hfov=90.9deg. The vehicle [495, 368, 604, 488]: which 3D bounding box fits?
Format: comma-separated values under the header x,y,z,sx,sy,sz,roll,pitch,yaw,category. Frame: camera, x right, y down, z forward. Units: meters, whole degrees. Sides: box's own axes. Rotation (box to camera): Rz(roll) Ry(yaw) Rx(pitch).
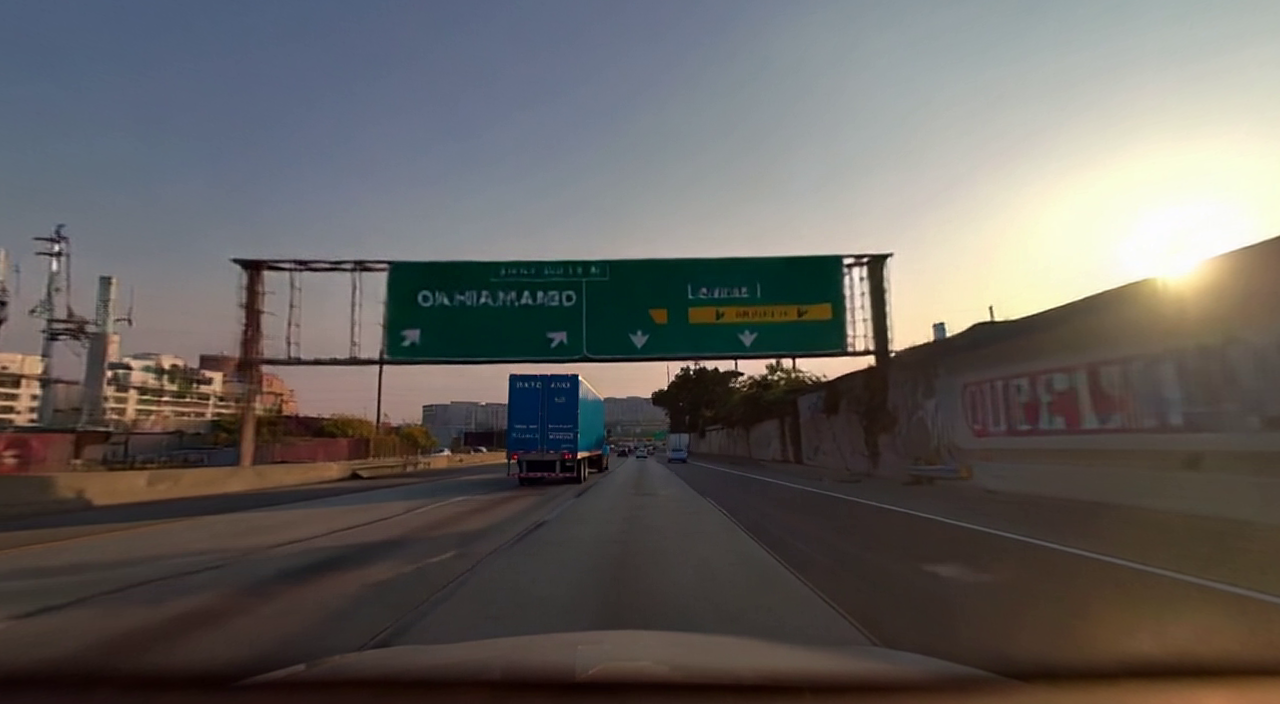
x,y,z,sx,sy,sz,roll,pitch,yaw,category
-3.304,3.144,25.826,2.977,4.048,8.890,0,-7,1,vehicle
